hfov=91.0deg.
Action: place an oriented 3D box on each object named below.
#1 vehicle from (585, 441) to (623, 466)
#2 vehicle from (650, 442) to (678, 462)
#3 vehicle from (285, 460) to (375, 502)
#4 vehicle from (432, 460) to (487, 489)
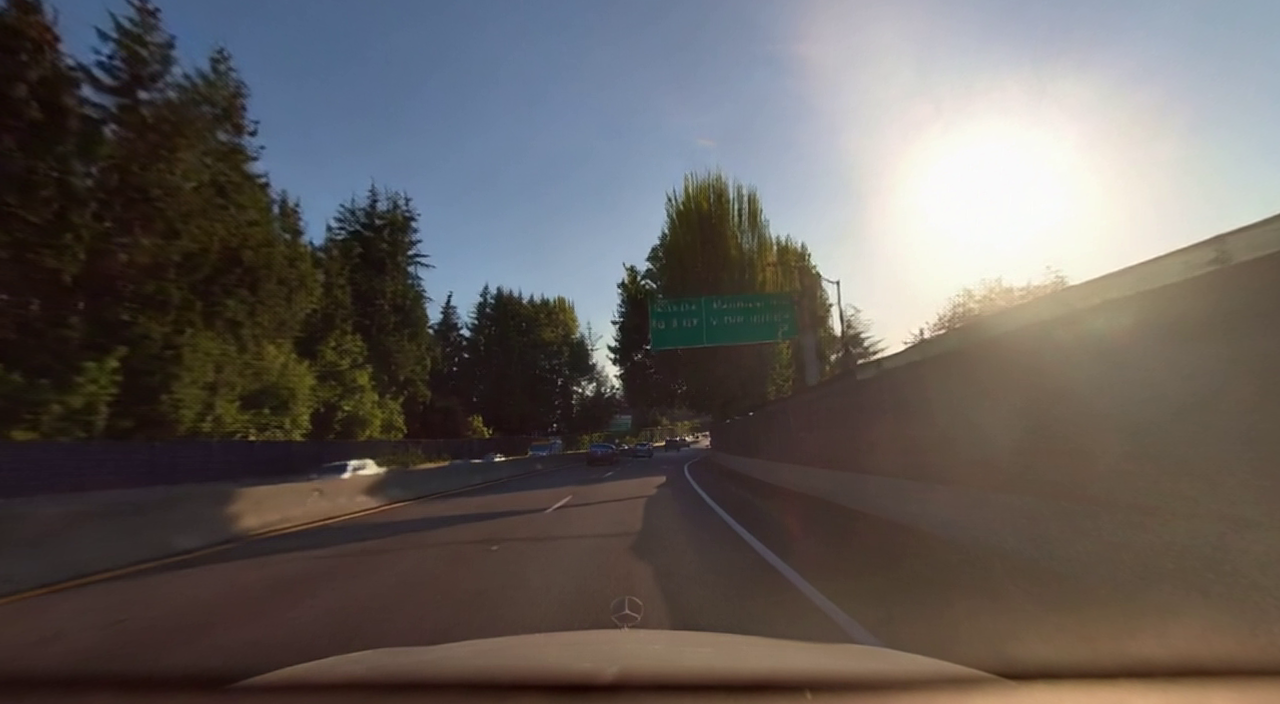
[{"bbox_3d":[-2.320,6.609,41.059,1.985,1.518,3.847,-1,-8,4],"label":"vehicle"},{"bbox_3d":[1.910,7.735,48.864,2.077,1.533,3.854,-1,-8,4],"label":"vehicle"},{"bbox_3d":[-13.945,5.792,28.587,1.795,1.604,4.254,0,-8,2],"label":"vehicle"},{"bbox_3d":[-10.146,6.887,35.650,1.793,1.414,4.022,0,-8,2],"label":"vehicle"}]
